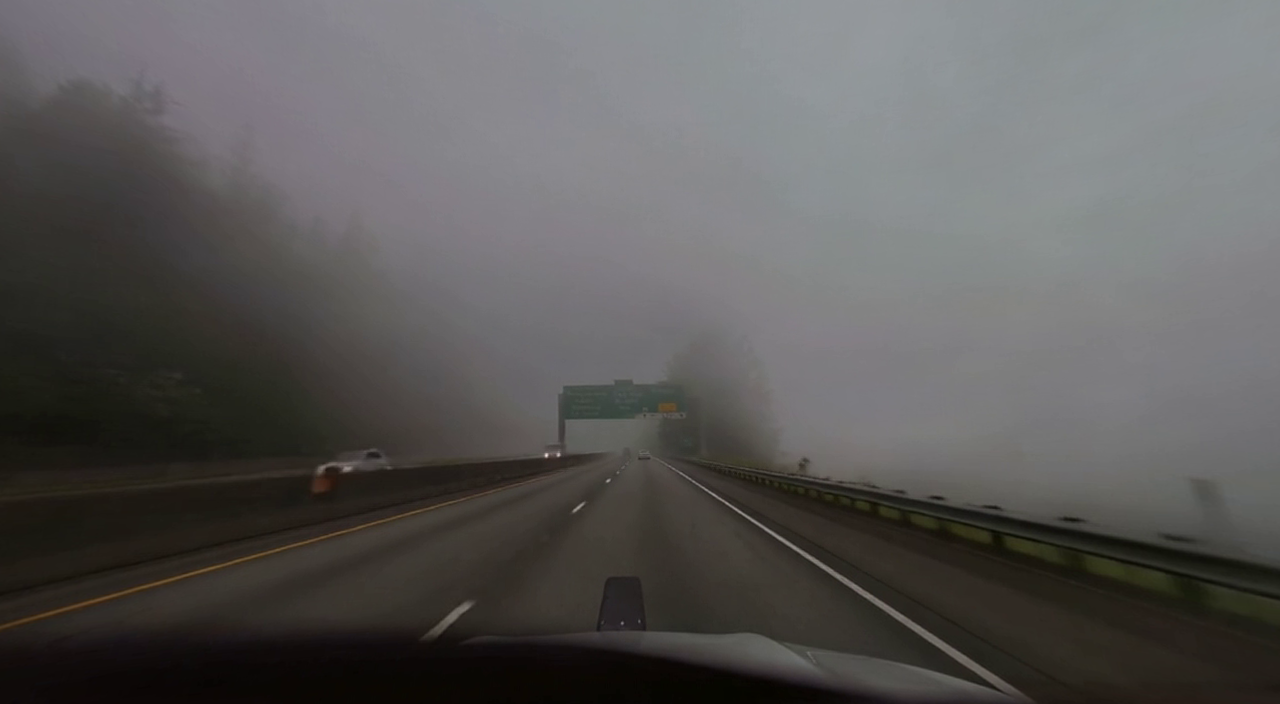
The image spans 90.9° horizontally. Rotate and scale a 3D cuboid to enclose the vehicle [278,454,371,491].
[{"bbox_3d":[-13.820,5.278,27.884,1.915,1.471,4.127,0,-9,0],"label":"vehicle"}]
